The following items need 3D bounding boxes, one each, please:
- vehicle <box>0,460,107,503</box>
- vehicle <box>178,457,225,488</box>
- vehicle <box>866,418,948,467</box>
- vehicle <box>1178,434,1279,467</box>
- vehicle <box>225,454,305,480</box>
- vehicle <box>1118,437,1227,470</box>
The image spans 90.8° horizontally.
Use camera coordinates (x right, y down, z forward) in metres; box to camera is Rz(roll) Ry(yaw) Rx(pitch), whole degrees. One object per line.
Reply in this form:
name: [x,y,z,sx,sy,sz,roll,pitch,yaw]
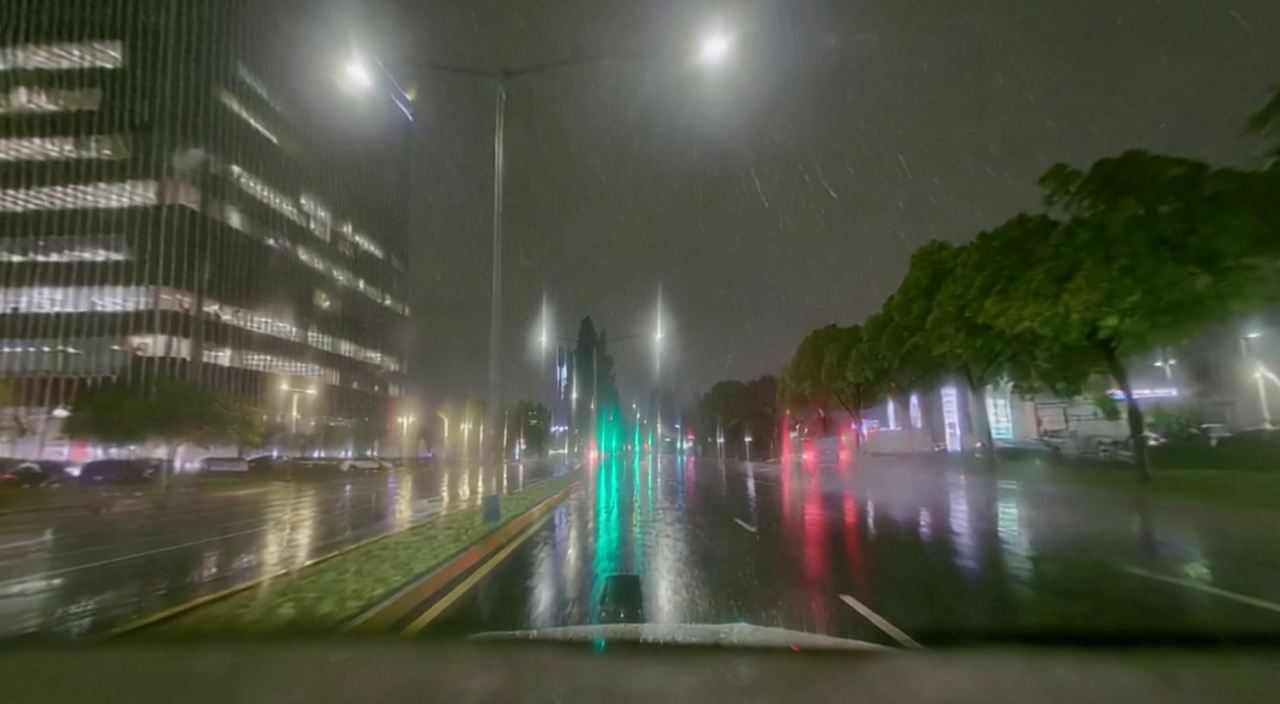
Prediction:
vehicle: [-25.431,5.439,26.494,4.411,1.600,1.930,8,-15,-44]
vehicle: [-26.896,7.334,38.892,1.969,1.682,4.542,5,-10,-31]
vehicle: [19.183,6.765,46.057,2.630,3.176,8.459,0,-10,3]
vehicle: [31.719,5.253,33.650,4.329,1.535,1.802,-3,-10,-2]
vehicle: [-27.994,8.557,47.220,4.879,1.724,2.086,6,-10,-34]
vehicle: [30.972,5.910,36.824,4.407,1.545,2.014,-4,-9,0]
